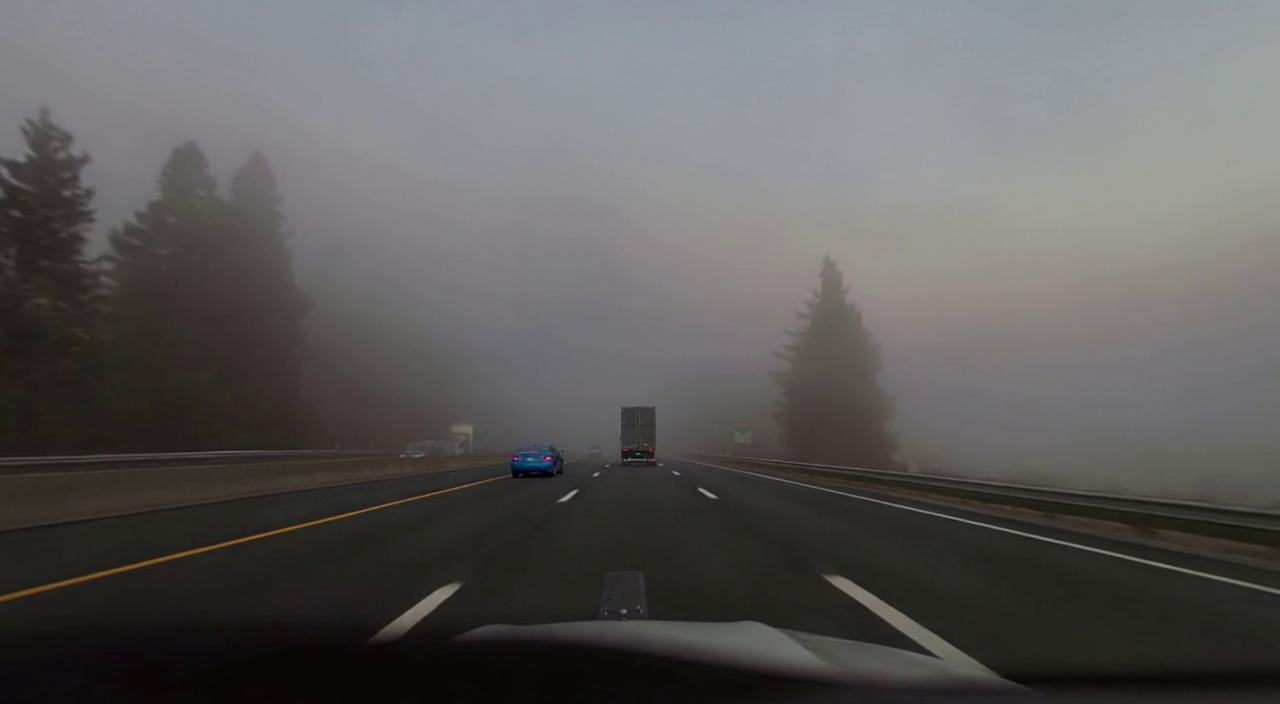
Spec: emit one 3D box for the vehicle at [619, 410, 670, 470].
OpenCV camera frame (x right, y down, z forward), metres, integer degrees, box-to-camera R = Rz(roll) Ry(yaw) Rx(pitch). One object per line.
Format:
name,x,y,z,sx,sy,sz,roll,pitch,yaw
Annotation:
vehicle,0.110,6.059,42.904,2.893,3.628,9.081,1,-9,-3

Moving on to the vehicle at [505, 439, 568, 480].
vehicle,-4.306,4.540,26.883,1.977,1.602,3.944,0,-9,0

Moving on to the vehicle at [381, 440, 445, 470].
vehicle,-12.818,5.841,35.956,2.053,1.578,4.456,0,-9,-1
